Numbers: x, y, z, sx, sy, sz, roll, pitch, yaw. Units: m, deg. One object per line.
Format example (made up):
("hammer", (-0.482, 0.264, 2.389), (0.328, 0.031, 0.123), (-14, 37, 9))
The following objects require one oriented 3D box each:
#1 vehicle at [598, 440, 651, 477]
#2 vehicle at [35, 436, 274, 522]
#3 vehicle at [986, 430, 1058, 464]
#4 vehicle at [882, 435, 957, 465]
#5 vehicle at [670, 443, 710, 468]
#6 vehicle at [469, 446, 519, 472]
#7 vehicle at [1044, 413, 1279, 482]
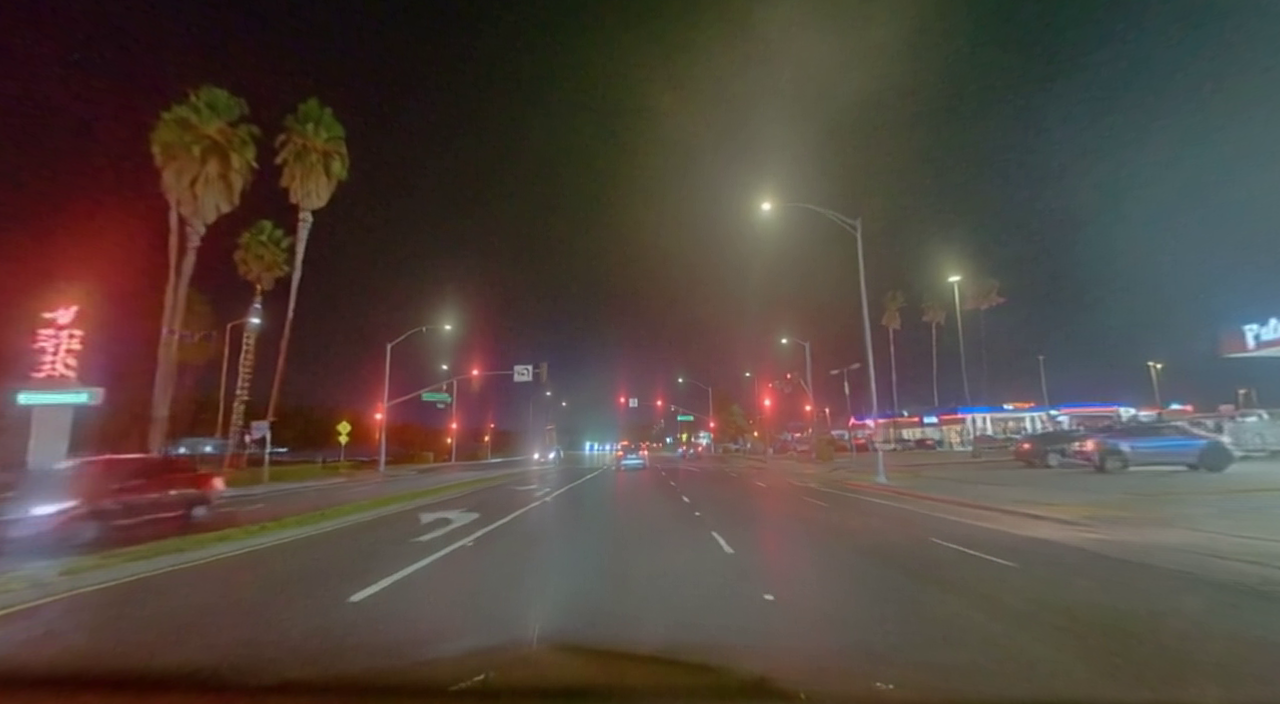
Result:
("vehicle", (-0.641, 4.694, 28.078), (2.160, 1.508, 4.319), (0, -9, -1))
("vehicle", (-11.569, 3.027, 15.678), (2.098, 1.766, 4.787), (0, -9, 0))
("vehicle", (20.006, 4.949, 33.065), (4.432, 1.556, 2.012), (6, -11, -44))
("vehicle", (14.764, 5.151, 33.311), (1.985, 1.479, 4.580), (-9, -12, 44))
("vehicle", (3.054, 6.466, 39.720), (2.060, 1.471, 4.168), (0, -9, -1))
("vehicle", (-8.705, 6.404, 38.057), (1.894, 1.486, 4.359), (0, -9, 0))
("vehicle", (16.377, 3.036, 20.176), (2.172, 1.855, 5.526), (3, -9, -21))
